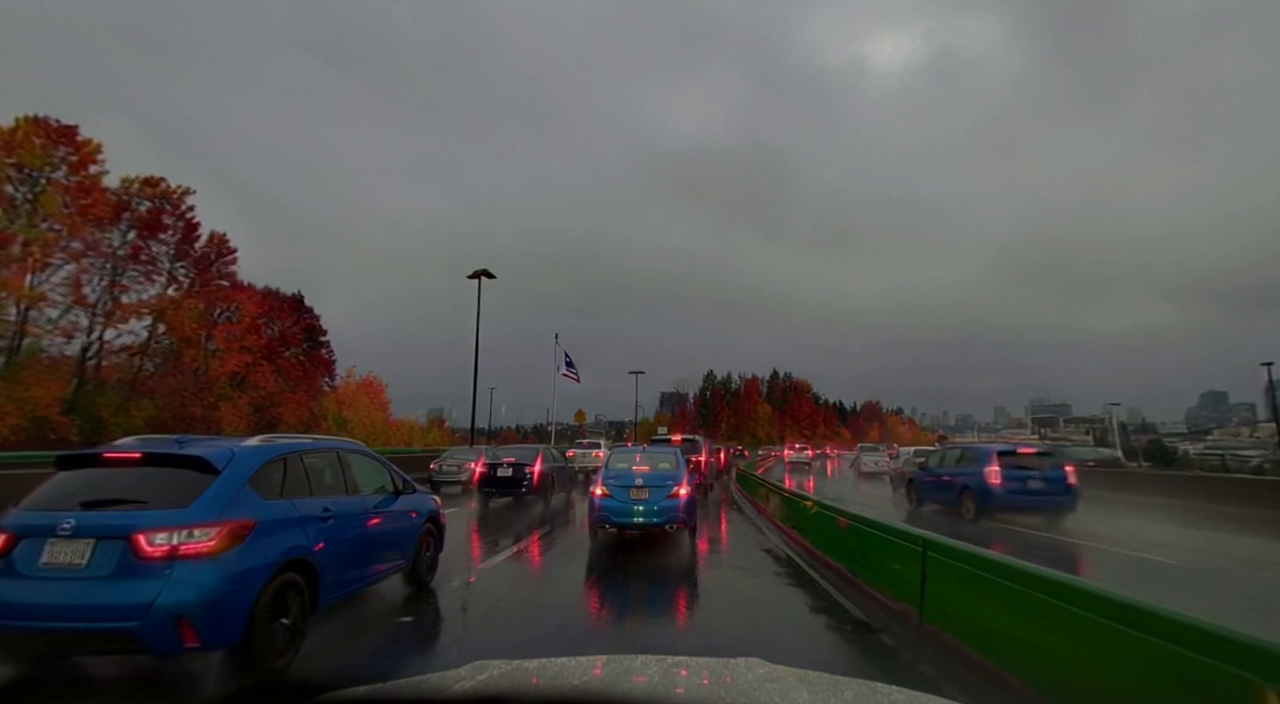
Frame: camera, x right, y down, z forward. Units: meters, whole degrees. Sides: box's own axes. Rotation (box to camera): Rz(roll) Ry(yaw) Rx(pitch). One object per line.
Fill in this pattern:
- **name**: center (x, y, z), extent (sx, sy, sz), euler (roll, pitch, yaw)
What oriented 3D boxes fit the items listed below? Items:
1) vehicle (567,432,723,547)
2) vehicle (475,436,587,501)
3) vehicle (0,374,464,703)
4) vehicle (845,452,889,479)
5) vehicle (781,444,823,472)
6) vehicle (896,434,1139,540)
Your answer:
- **vehicle**: center (0.204, 2.173, 10.658), extent (2.090, 1.506, 4.276), euler (0, -9, 4)
- **vehicle**: center (-2.853, 3.178, 17.632), extent (1.974, 1.549, 4.603), euler (0, -9, 5)
- **vehicle**: center (-3.118, 1.235, 5.001), extent (1.988, 1.635, 4.260), euler (0, -9, 3)
- **vehicle**: center (14.072, 7.025, 39.211), extent (1.749, 1.481, 3.808), euler (-1, -9, 8)
- **vehicle**: center (9.678, 6.357, 37.888), extent (1.944, 1.544, 4.301), euler (-1, -9, 8)
- **vehicle**: center (6.844, 2.461, 12.194), extent (2.011, 1.610, 4.568), euler (0, -9, 2)
